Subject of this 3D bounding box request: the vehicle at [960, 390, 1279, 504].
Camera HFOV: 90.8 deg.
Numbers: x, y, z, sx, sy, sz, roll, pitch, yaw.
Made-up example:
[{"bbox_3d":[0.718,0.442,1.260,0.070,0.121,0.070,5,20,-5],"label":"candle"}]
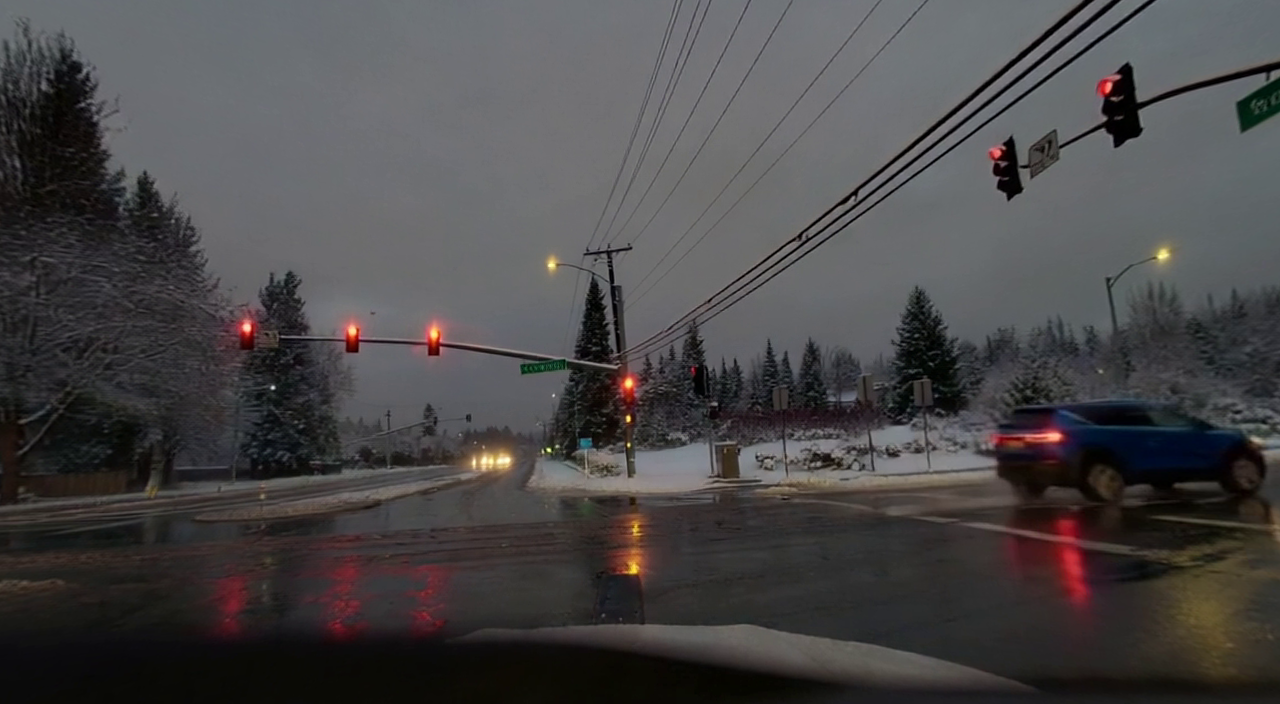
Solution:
[{"bbox_3d":[8.829,1.714,11.514,4.881,1.807,2.135,1,-9,-8],"label":"vehicle"}]
